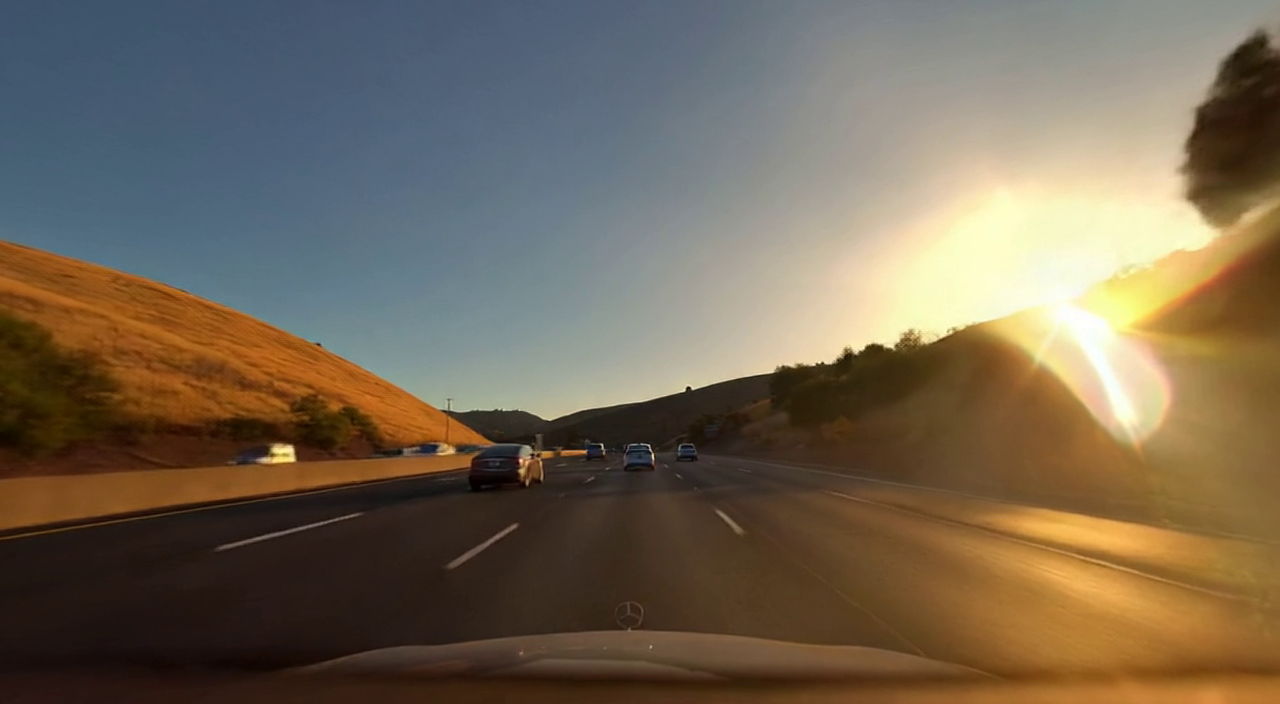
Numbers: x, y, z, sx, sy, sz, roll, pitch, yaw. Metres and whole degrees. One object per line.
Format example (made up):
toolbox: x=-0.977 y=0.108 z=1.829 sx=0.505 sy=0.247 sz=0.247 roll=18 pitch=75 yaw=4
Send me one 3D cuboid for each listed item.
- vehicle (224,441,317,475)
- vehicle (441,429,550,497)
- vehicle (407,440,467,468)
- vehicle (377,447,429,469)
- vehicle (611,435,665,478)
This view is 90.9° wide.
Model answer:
vehicle: x=-23.362 y=6.694 z=40.255 sx=2.254 sy=1.961 sz=5.952 roll=0 pitch=-8 yaw=1
vehicle: x=-3.933 y=3.112 z=18.000 sx=2.076 sy=1.690 sz=4.113 roll=0 pitch=-8 yaw=1
vehicle: x=-12.361 y=6.252 z=38.753 sx=1.921 sy=1.577 sz=4.913 roll=0 pitch=-8 yaw=1
vehicle: x=-16.393 y=7.307 z=43.822 sx=1.875 sy=1.440 sz=4.412 roll=0 pitch=-8 yaw=0
vehicle: x=-0.067 y=4.417 z=26.857 sx=2.086 sy=1.685 sz=4.206 roll=0 pitch=-8 yaw=0
